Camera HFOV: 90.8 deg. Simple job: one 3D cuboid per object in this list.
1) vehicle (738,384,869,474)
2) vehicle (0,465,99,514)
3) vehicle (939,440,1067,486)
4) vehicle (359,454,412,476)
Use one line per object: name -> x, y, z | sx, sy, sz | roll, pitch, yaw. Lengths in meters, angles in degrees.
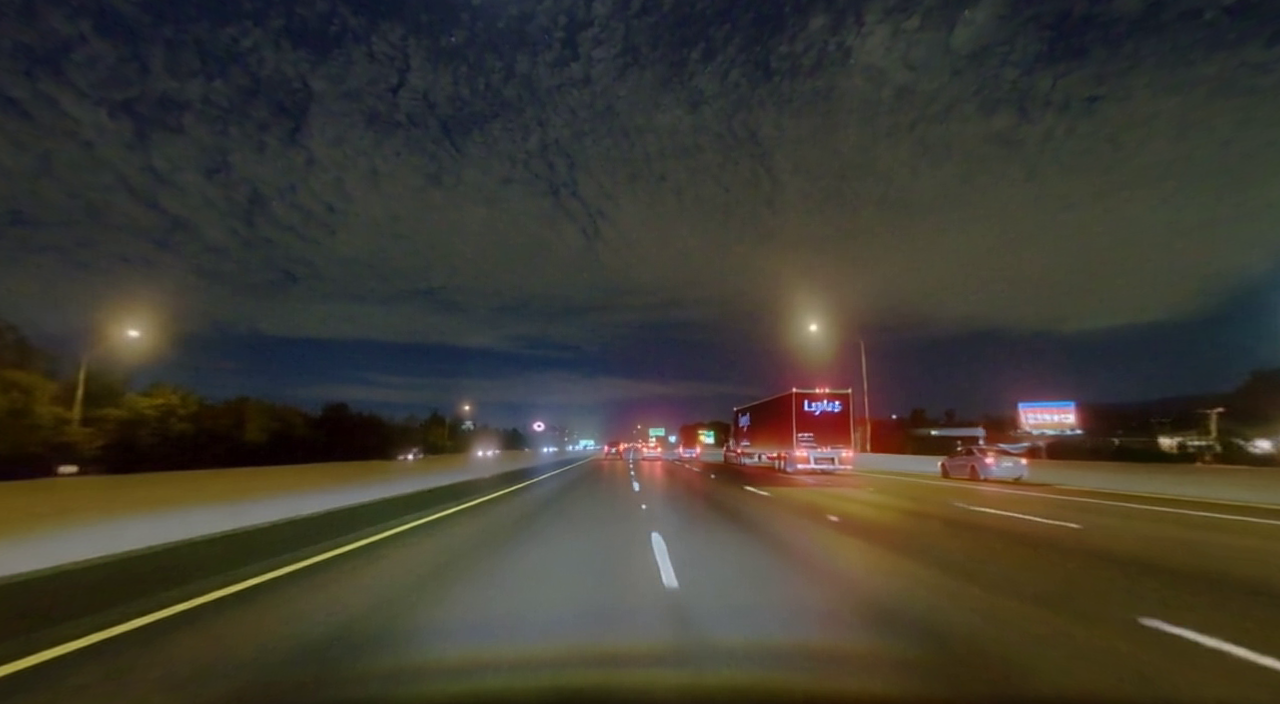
vehicle -> 8.855, 4.800, 37.615 | 2.892, 4.128, 16.495 | 0, -9, -2
vehicle -> -21.623, 4.717, 21.897 | 1.794, 1.459, 4.460 | 0, -9, -1
vehicle -> 12.825, 3.945, 22.728 | 1.862, 1.462, 4.459 | 0, -9, -2
vehicle -> -18.245, 8.105, 45.526 | 1.875, 1.482, 4.640 | 0, -9, 0
